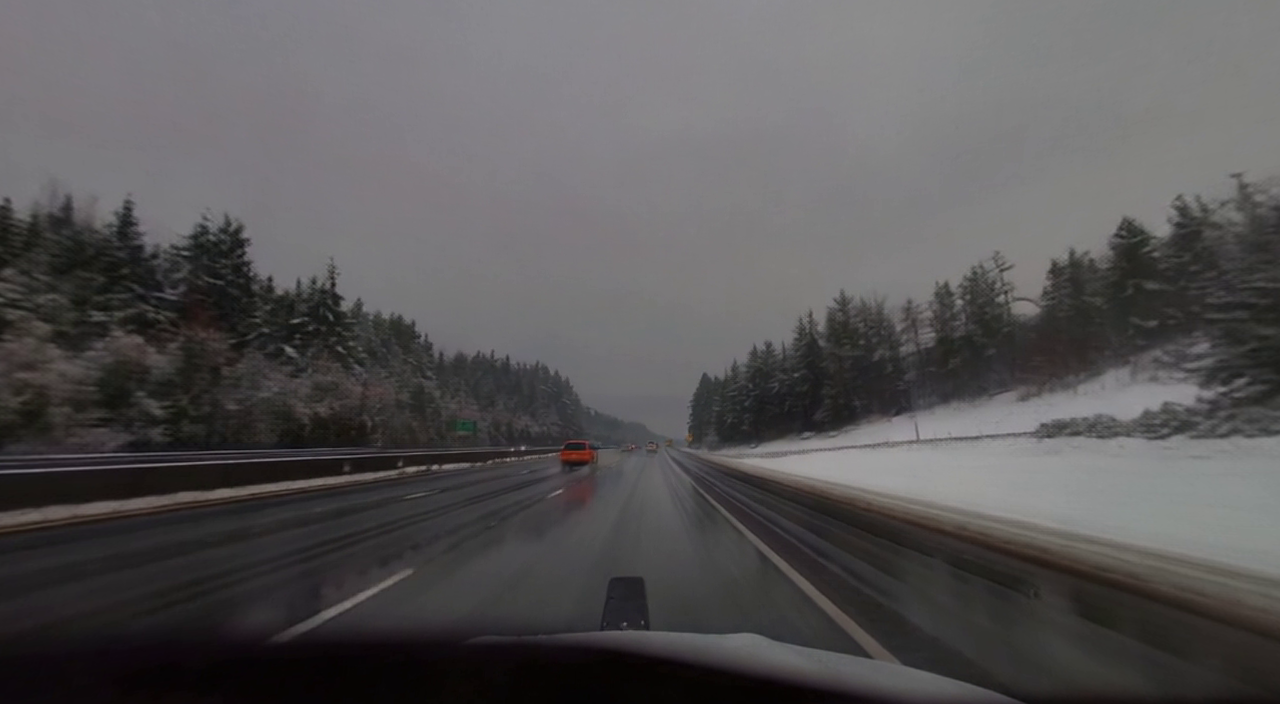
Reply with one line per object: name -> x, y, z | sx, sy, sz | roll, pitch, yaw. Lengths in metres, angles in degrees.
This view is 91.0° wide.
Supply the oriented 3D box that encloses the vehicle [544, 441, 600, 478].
vehicle -> -3.026, 4.862, 28.838 | 2.015, 1.561, 4.469 | 0, -8, 1
